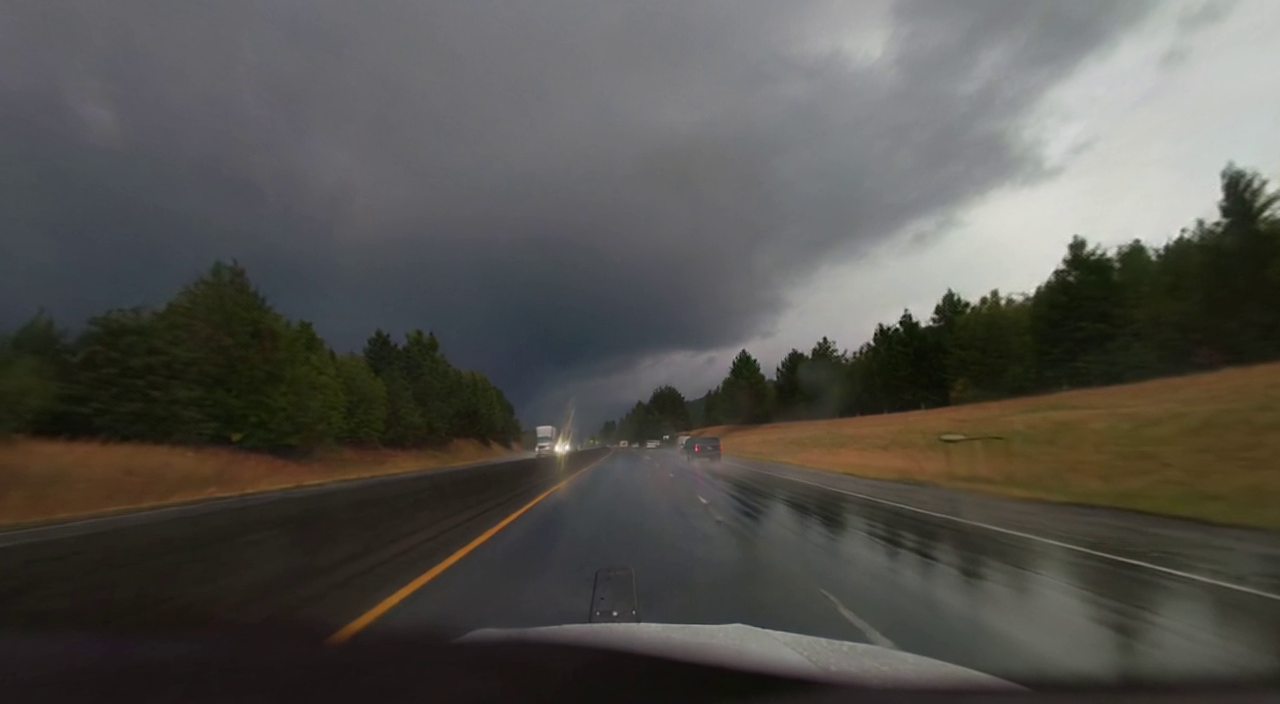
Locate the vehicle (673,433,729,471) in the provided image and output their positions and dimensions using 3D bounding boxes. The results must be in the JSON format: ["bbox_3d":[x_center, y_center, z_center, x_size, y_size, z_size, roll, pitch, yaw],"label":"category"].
[{"bbox_3d":[2.780,4.686,29.708,2.043,1.673,4.016,0,-8,-3],"label":"vehicle"}]
